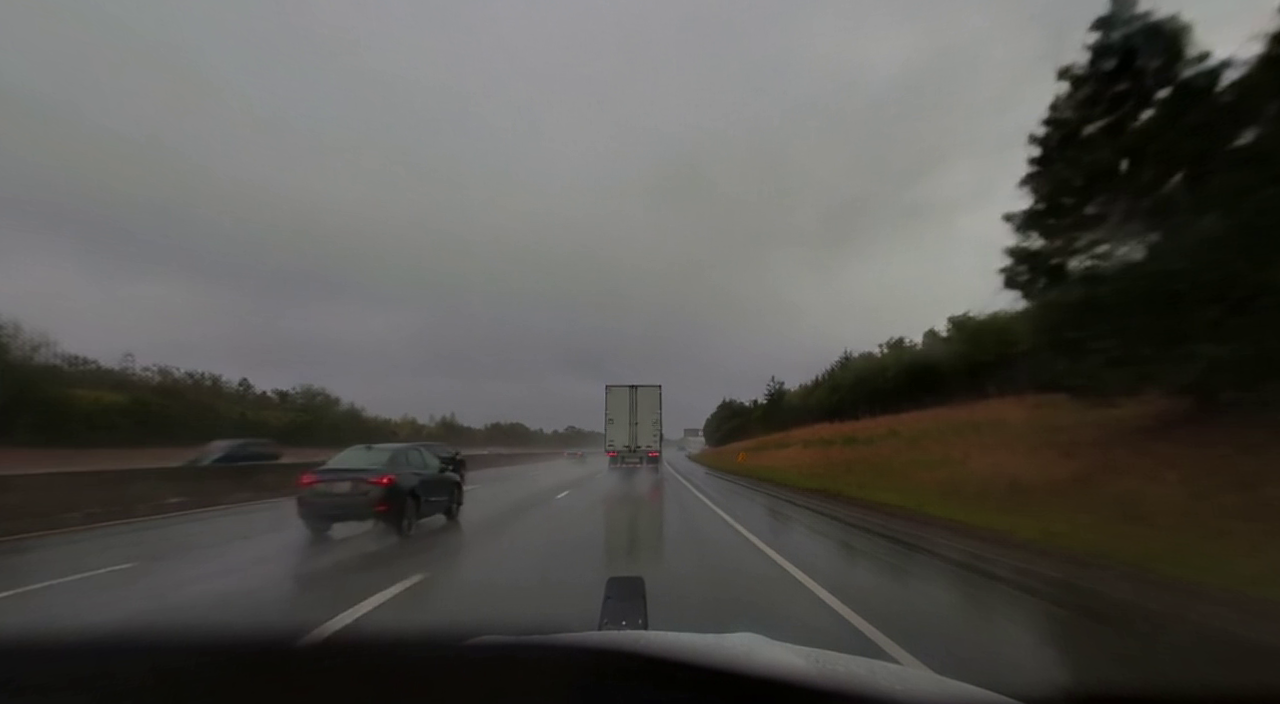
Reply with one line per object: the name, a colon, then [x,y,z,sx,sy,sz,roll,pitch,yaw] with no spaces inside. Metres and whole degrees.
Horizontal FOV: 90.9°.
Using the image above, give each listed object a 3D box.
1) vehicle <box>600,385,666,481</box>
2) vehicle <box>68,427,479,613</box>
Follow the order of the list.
vehicle: [-0.160,4.591,34.667,2.851,4.098,14.436,-1,-9,1]
vehicle: [-3.506,1.688,7.320,2.092,1.465,4.448,0,-9,0]
